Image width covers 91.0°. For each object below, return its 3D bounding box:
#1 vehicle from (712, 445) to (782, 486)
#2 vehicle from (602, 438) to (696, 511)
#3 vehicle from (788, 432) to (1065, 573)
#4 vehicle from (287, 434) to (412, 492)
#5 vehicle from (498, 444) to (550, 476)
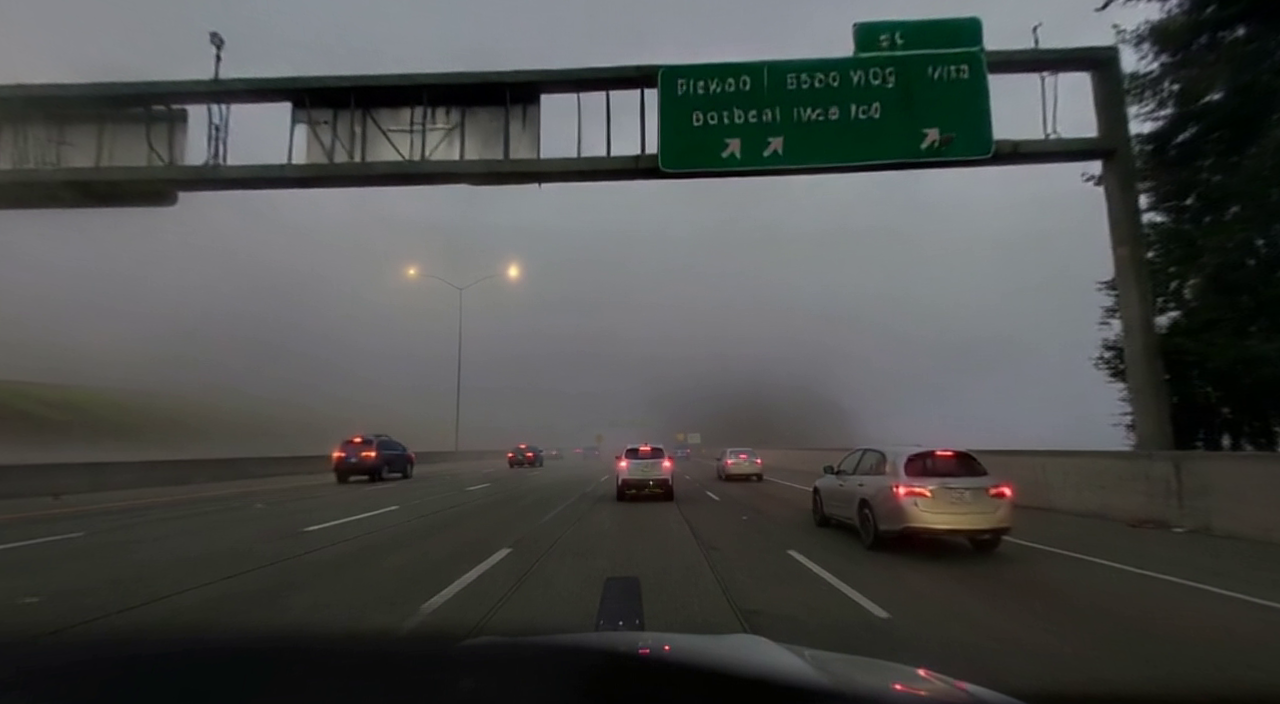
[{"bbox_3d":[4.223,4.562,25.699,2.002,1.499,4.710,0,-9,-1],"label":"vehicle"},{"bbox_3d":[0.192,2.971,15.715,2.044,1.554,3.824,0,-9,0],"label":"vehicle"},{"bbox_3d":[3.611,1.953,8.922,2.044,1.523,3.947,0,-9,0],"label":"vehicle"},{"bbox_3d":[-10.016,3.857,22.262,1.978,1.821,4.975,0,-9,1],"label":"vehicle"},{"bbox_3d":[-6.214,5.821,34.219,2.014,1.587,4.265,0,-9,0],"label":"vehicle"}]
